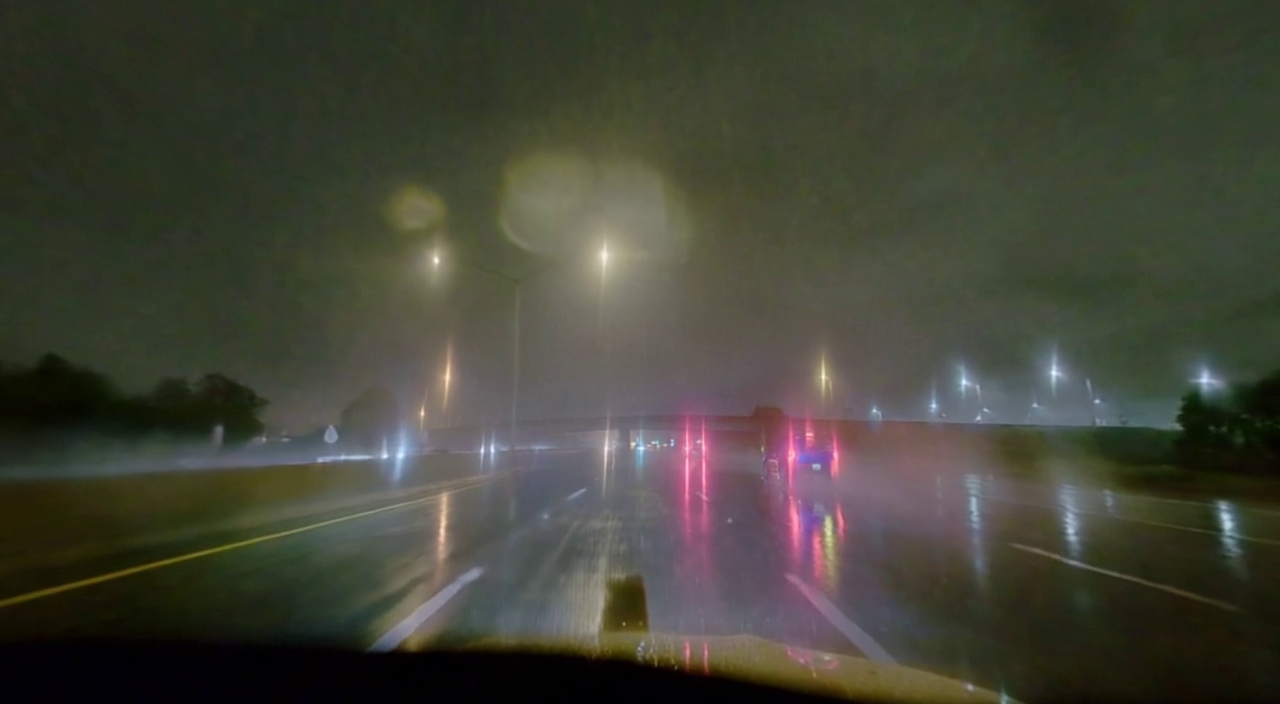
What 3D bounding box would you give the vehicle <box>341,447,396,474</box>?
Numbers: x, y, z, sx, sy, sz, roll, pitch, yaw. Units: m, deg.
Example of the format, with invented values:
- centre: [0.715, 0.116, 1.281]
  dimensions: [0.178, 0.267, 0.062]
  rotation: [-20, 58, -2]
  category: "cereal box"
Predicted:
- centre: [-14.560, 5.815, 33.984]
  dimensions: [1.450, 1.342, 3.292]
  rotation: [0, -8, 1]
  category: "vehicle"
